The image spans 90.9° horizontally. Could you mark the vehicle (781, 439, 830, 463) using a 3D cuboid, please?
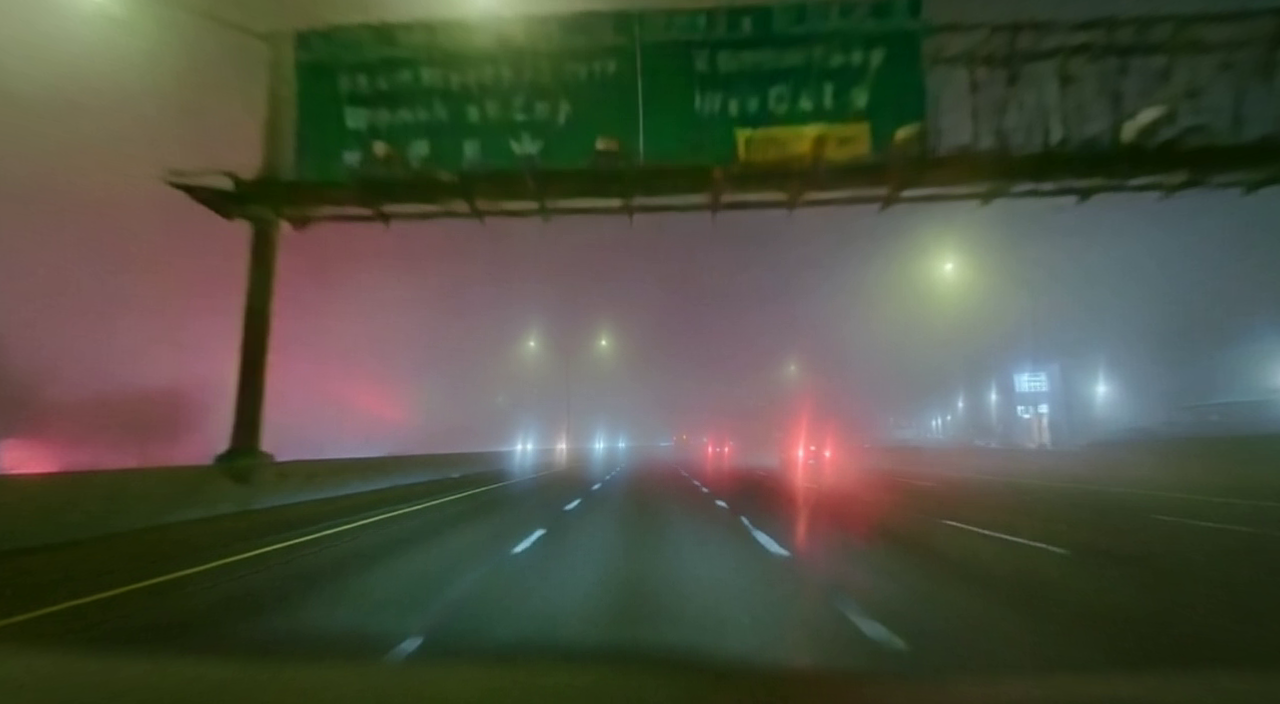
[{"bbox_3d":[10.845,6.500,41.589,2.000,1.514,4.585,0,-8,0],"label":"vehicle"}]
